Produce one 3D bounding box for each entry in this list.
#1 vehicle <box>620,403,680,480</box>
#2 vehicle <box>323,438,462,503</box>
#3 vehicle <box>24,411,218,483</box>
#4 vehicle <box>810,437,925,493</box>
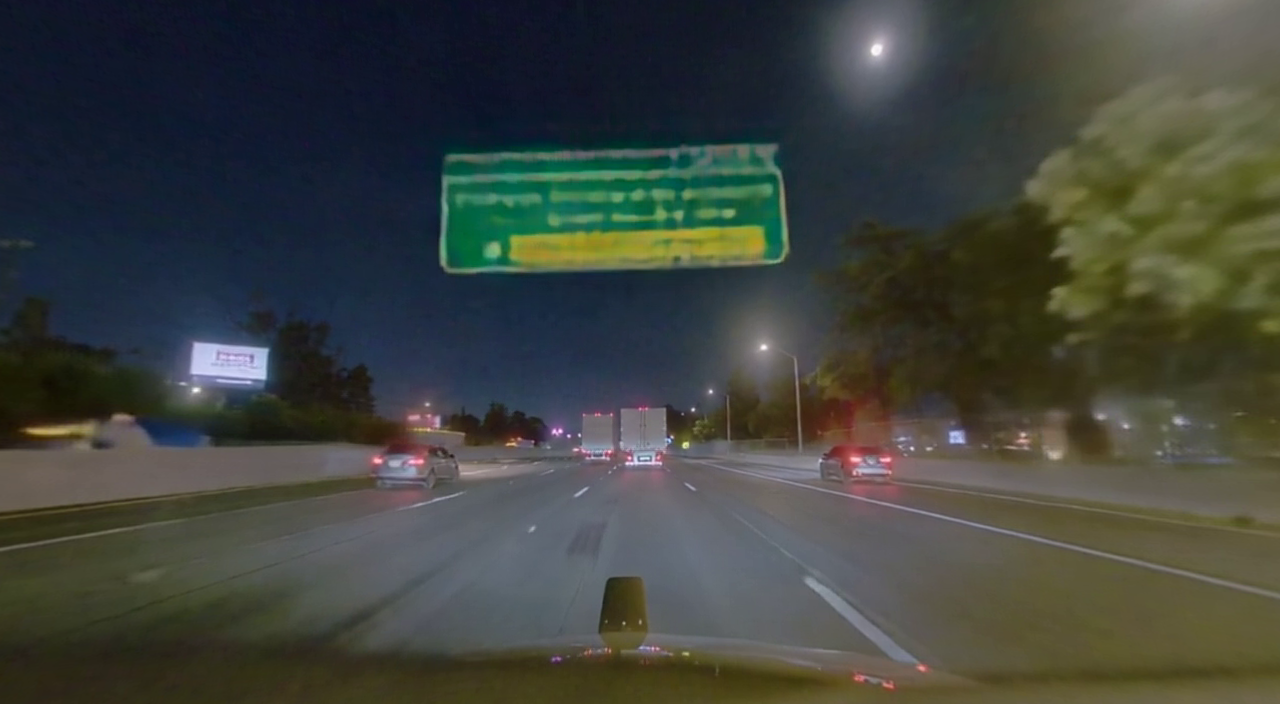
[{"bbox_3d":[0.473,5.278,38.943,3.054,3.944,11.230,-1,-6,-1],"label":"vehicle"},{"bbox_3d":[-6.728,3.247,17.835,1.992,1.547,4.673,0,-8,1],"label":"vehicle"},{"bbox_3d":[-25.456,4.746,31.689,2.903,3.092,7.885,-1,-8,1],"label":"vehicle"},{"bbox_3d":[7.073,3.537,20.133,1.969,1.560,4.394,0,-8,-1],"label":"vehicle"}]
